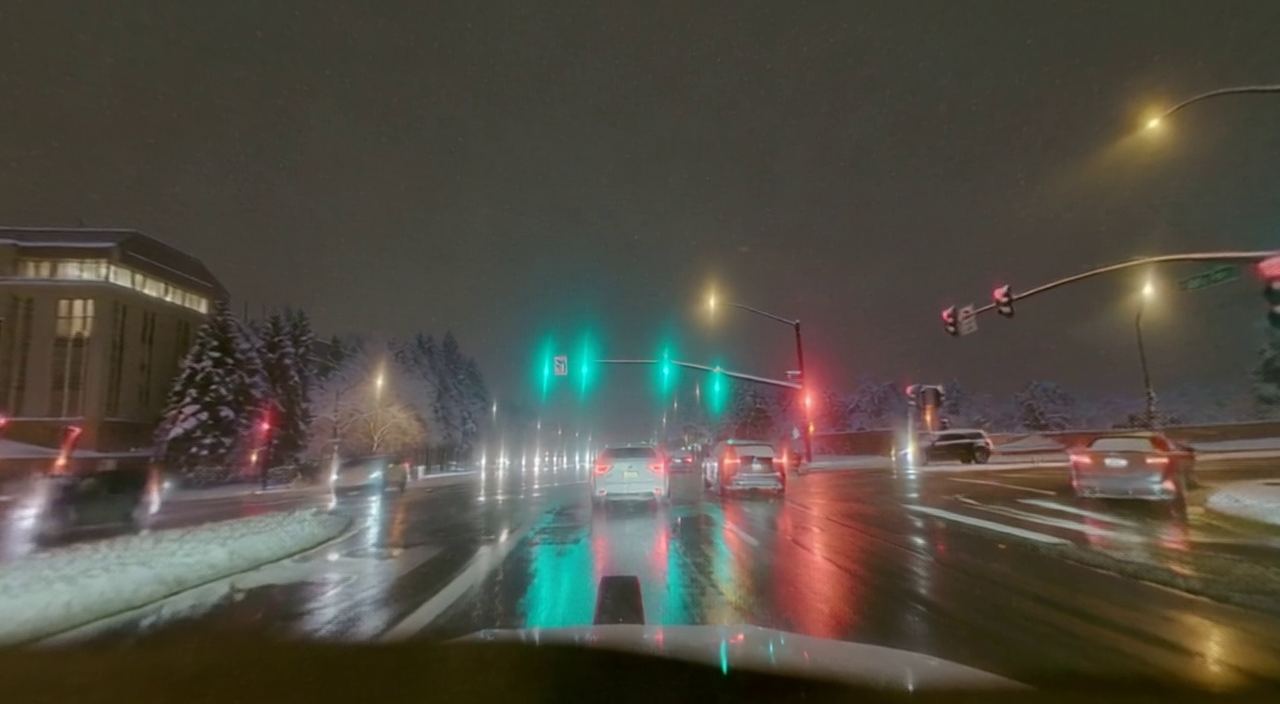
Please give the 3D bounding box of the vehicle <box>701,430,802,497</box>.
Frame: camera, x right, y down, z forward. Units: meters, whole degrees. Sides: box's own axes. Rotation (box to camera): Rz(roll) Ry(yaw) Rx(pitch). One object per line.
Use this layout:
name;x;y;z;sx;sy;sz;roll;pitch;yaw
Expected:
vehicle;3.207;3.321;19.187;2.107;1.773;4.557;0;-8;-1

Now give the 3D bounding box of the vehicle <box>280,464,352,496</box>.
vehicle;-18.302;7.223;35.903;1.840;1.511;4.229;0;-8;0

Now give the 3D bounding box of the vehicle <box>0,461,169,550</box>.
vehicle;-14.841;3.781;16.197;1.908;1.797;4.620;0;-8;1

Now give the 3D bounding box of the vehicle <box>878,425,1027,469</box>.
vehicle;15.129;4.654;31.006;6.013;2.030;2.461;-2;-9;12

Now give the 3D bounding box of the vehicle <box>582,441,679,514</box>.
vehicle;-0.254;2.925;15.237;2.034;1.500;3.966;0;-8;-1

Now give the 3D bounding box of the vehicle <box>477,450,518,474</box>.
vehicle;-11.055;8.576;49.498;2.102;1.758;4.532;0;-8;1

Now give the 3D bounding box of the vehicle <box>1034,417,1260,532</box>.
vehicle;9.277;2.229;12.112;2.039;1.760;4.319;-3;-9;21

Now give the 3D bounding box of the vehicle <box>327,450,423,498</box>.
vehicle;-11.253;5.179;27.255;2.078;1.795;4.636;0;-8;1
